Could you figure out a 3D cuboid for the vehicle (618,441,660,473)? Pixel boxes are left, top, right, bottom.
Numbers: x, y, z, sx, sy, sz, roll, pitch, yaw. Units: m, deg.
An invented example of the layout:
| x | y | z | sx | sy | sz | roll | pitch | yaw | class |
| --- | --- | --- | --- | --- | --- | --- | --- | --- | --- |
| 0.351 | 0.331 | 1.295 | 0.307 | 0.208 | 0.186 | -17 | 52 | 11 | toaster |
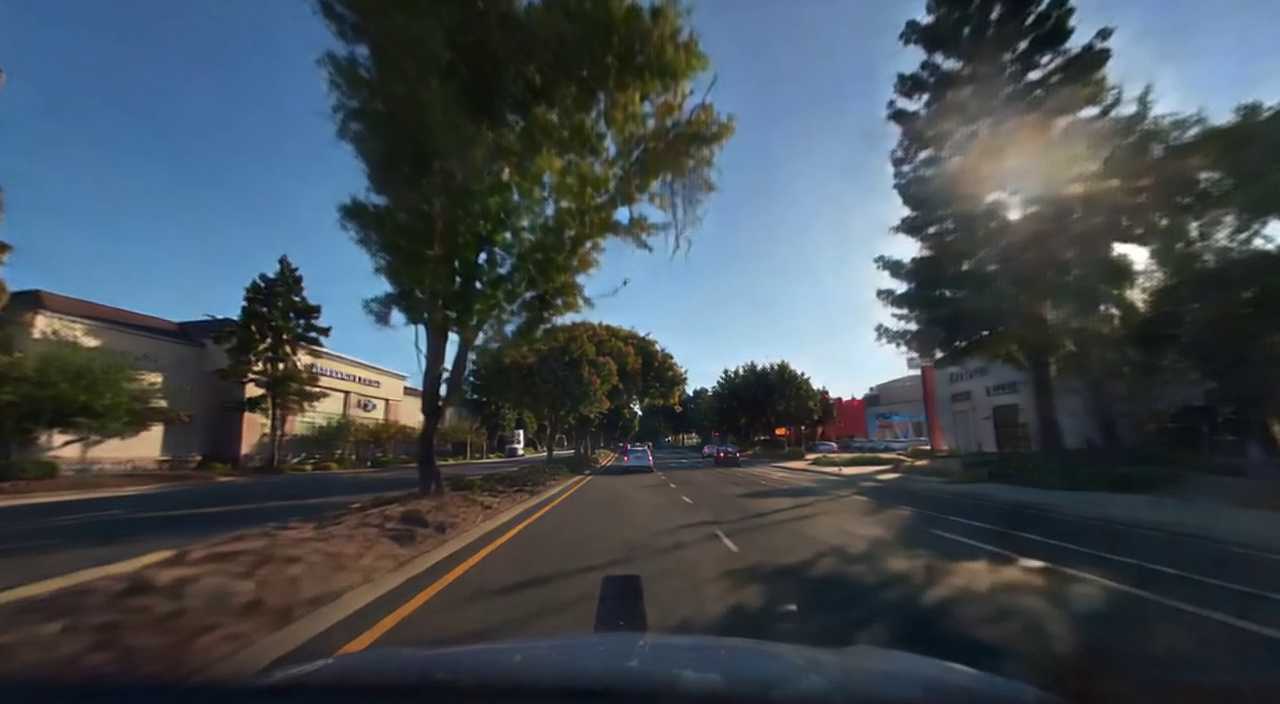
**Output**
| x | y | z | sx | sy | sz | roll | pitch | yaw | class |
| --- | --- | --- | --- | --- | --- | --- | --- | --- | --- |
| -0.079 | 5.536 | 33.613 | 2.072 | 1.545 | 4.578 | 0 | -8 | 0 | vehicle |
